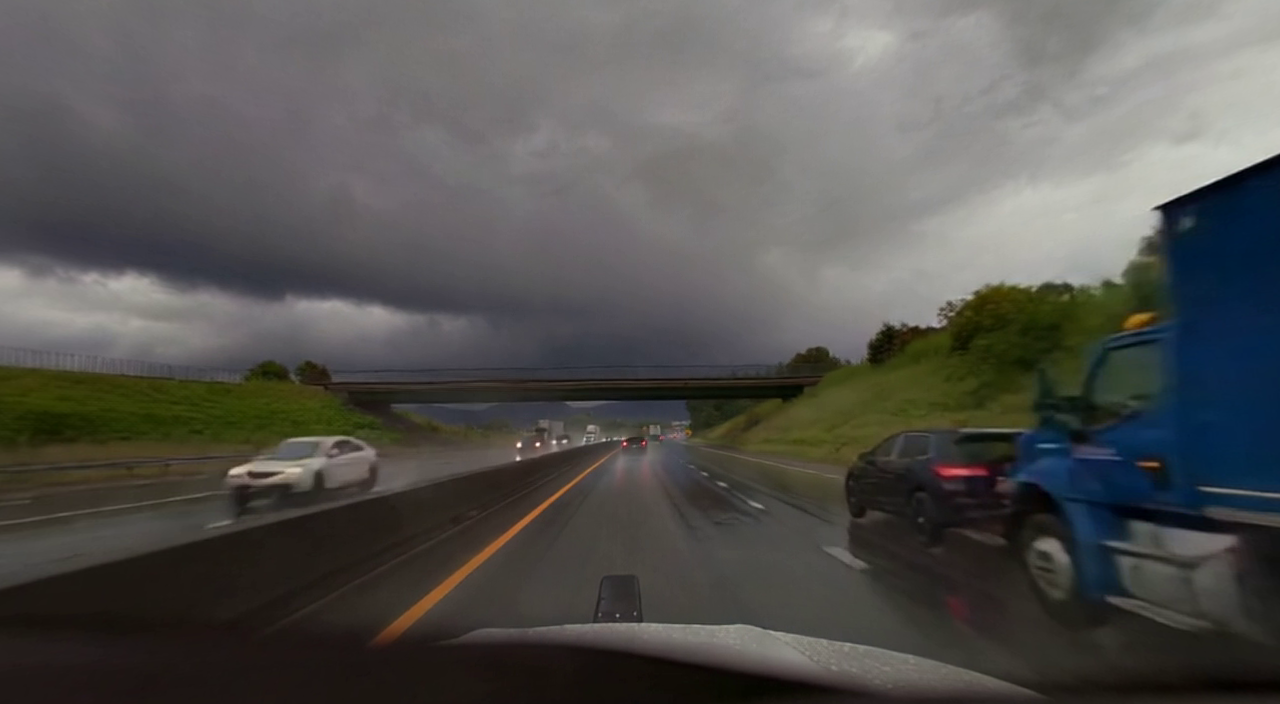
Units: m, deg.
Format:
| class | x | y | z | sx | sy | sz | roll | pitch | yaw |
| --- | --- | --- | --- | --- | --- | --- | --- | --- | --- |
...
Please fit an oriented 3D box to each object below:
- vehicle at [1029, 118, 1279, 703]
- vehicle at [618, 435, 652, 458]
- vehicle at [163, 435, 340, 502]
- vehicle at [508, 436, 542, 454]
| class | x | y | z | sx | sy | sz | roll | pitch | yaw |
| --- | --- | --- | --- | --- | --- | --- | --- | --- | --- |
| vehicle | 4.175 | 0.142 | 1.081 | 2.715 | 2.746 | 6.550 | 0 | -7 | -1 |
| vehicle | -0.337 | 5.787 | 38.814 | 1.996 | 1.325 | 4.029 | 0 | -7 | -1 |
| vehicle | -9.105 | 2.715 | 15.206 | 1.878 | 1.393 | 3.787 | 0 | -7 | 0 |
| vehicle | -8.787 | 7.142 | 48.439 | 1.936 | 1.322 | 3.678 | 0 | -7 | 1 |
